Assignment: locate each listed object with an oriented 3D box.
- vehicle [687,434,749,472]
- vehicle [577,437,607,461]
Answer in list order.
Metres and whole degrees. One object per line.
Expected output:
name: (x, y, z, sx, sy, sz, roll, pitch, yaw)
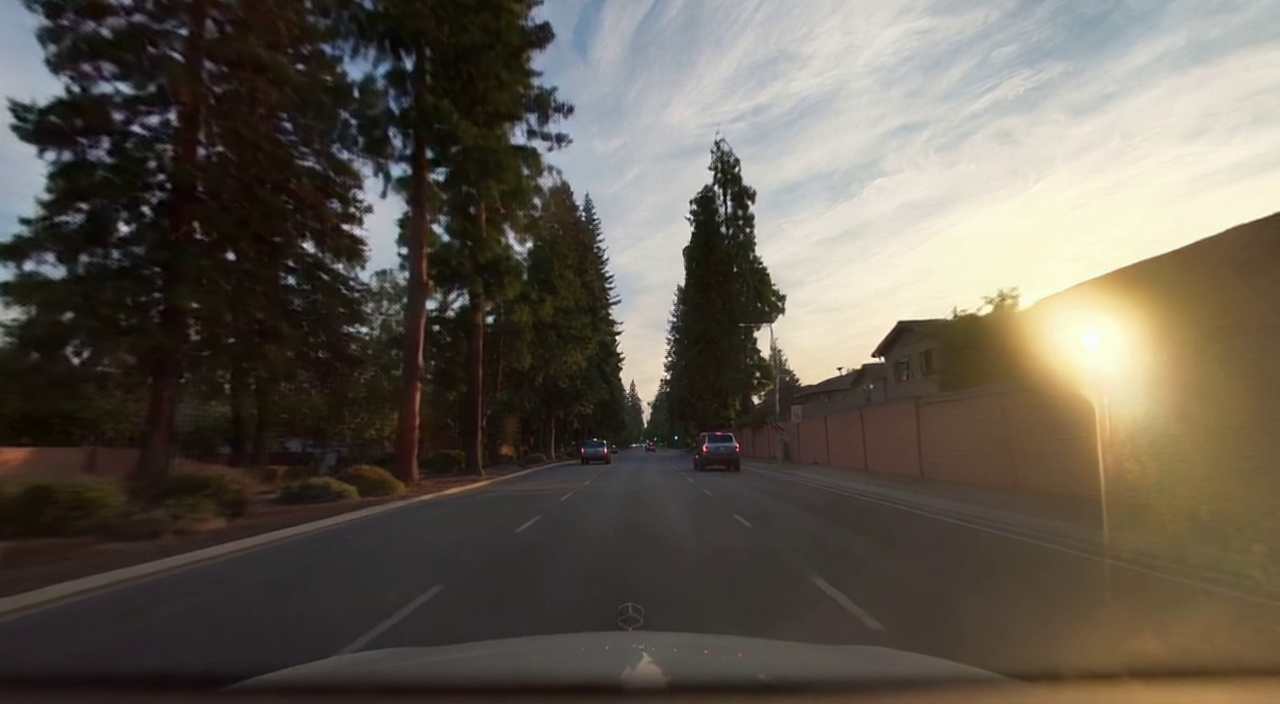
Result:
vehicle: (3.683, 4.883, 30.630, 2.321, 1.695, 5.037, 0, -8, 0)
vehicle: (-3.630, 7.434, 48.447, 2.002, 1.747, 4.728, 0, -8, 0)
